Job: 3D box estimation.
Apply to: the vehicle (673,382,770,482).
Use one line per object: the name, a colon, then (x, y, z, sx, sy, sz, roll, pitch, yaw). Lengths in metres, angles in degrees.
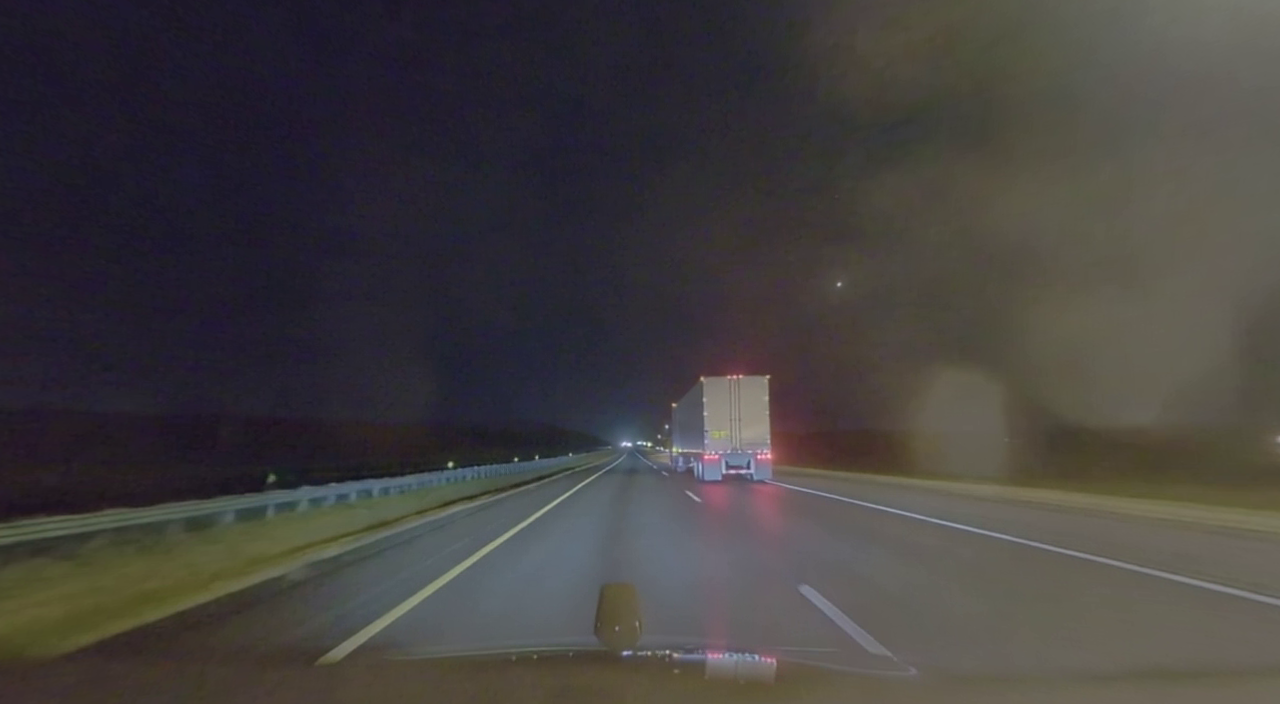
vehicle: (3.677, 4.312, 32.459, 2.938, 4.076, 13.362, 0, -9, -1)
